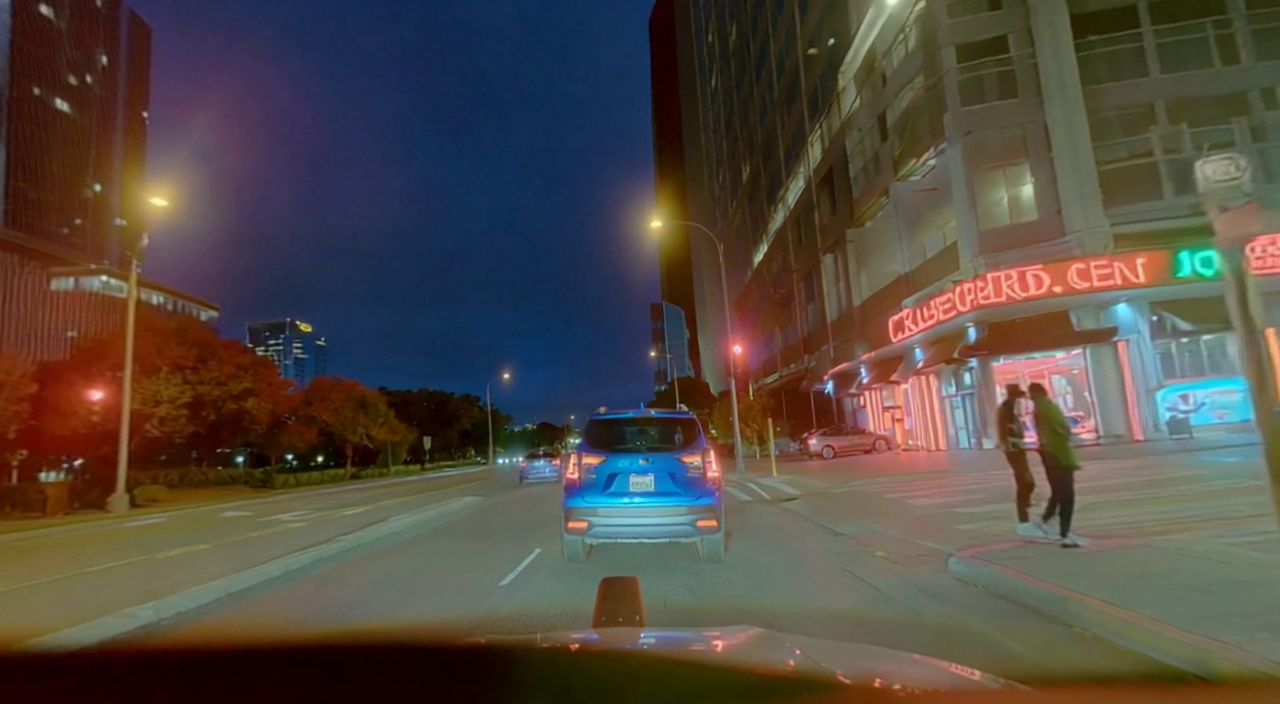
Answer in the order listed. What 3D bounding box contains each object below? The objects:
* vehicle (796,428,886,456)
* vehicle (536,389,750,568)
[{"bbox_3d":[11.281,5.077,35.662,4.426,1.490,1.862,-1,-8,3],"label":"vehicle"},{"bbox_3d":[-0.060,1.746,9.450,2.352,1.953,4.796,0,-8,-2],"label":"vehicle"}]
